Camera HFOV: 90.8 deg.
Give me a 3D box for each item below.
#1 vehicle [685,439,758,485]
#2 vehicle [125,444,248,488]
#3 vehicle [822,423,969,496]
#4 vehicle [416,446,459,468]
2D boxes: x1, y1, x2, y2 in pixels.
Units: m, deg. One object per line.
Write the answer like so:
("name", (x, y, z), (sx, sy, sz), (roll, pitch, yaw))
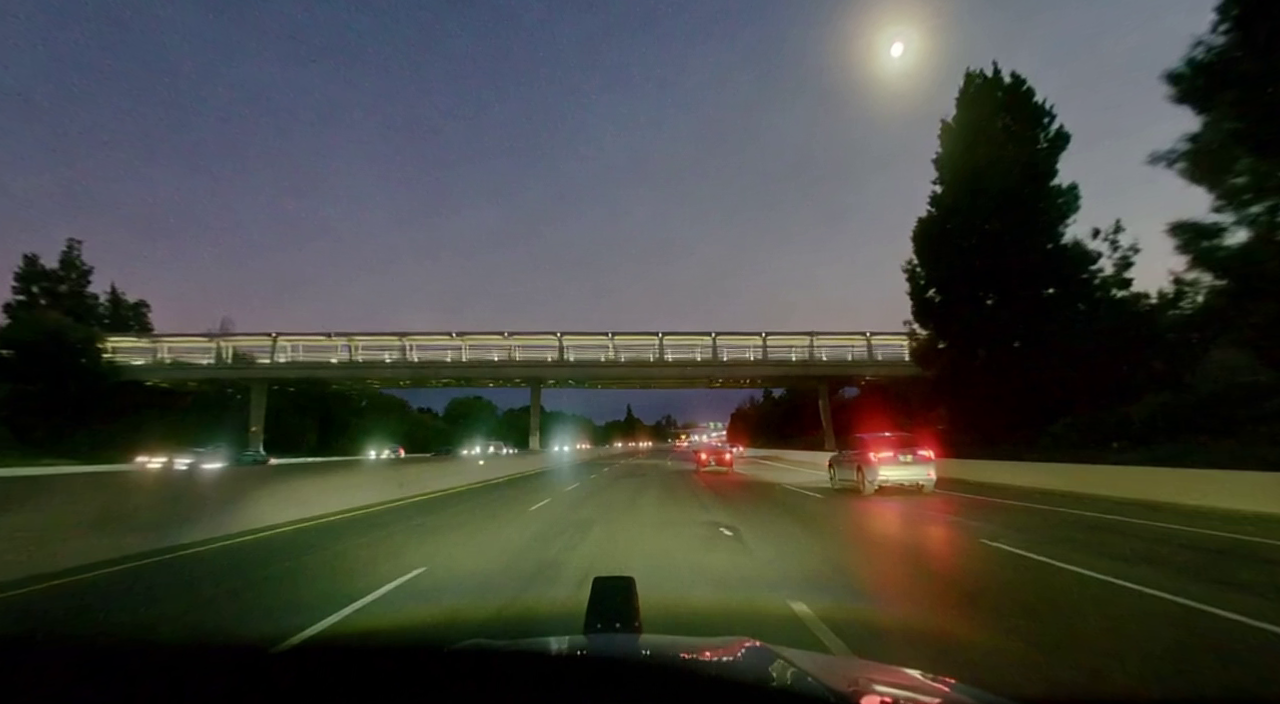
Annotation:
("vehicle", (2.805, 3.899, 22.669), (1.981, 1.471, 4.342), (0, -9, -1))
("vehicle", (-19.308, 4.847, 27.196), (1.984, 1.702, 4.437), (0, -9, 0))
("vehicle", (7.071, 3.044, 18.207), (2.087, 1.806, 4.946), (0, -9, -1))
("vehicle", (-15.610, 8.104, 48.903), (1.878, 1.609, 4.143), (-1, -9, 1))
